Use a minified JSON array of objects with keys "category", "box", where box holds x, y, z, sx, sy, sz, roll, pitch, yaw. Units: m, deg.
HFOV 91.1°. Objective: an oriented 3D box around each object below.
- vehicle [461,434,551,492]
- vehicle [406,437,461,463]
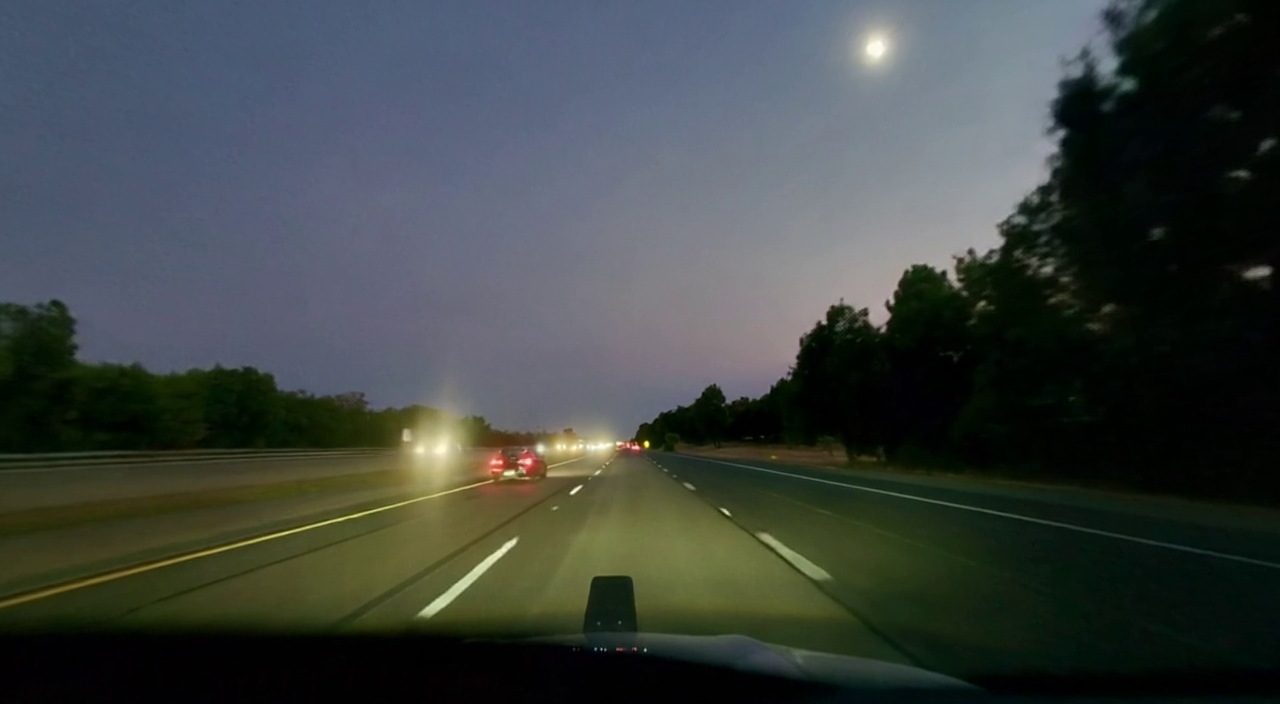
[{"category":"vehicle","box":[-4.374,3.704,21.315,2.111,1.717,4.426,0,-9,0]},{"category":"vehicle","box":[-13.753,6.541,42.152,2.117,1.618,4.919,0,-9,-1]}]
